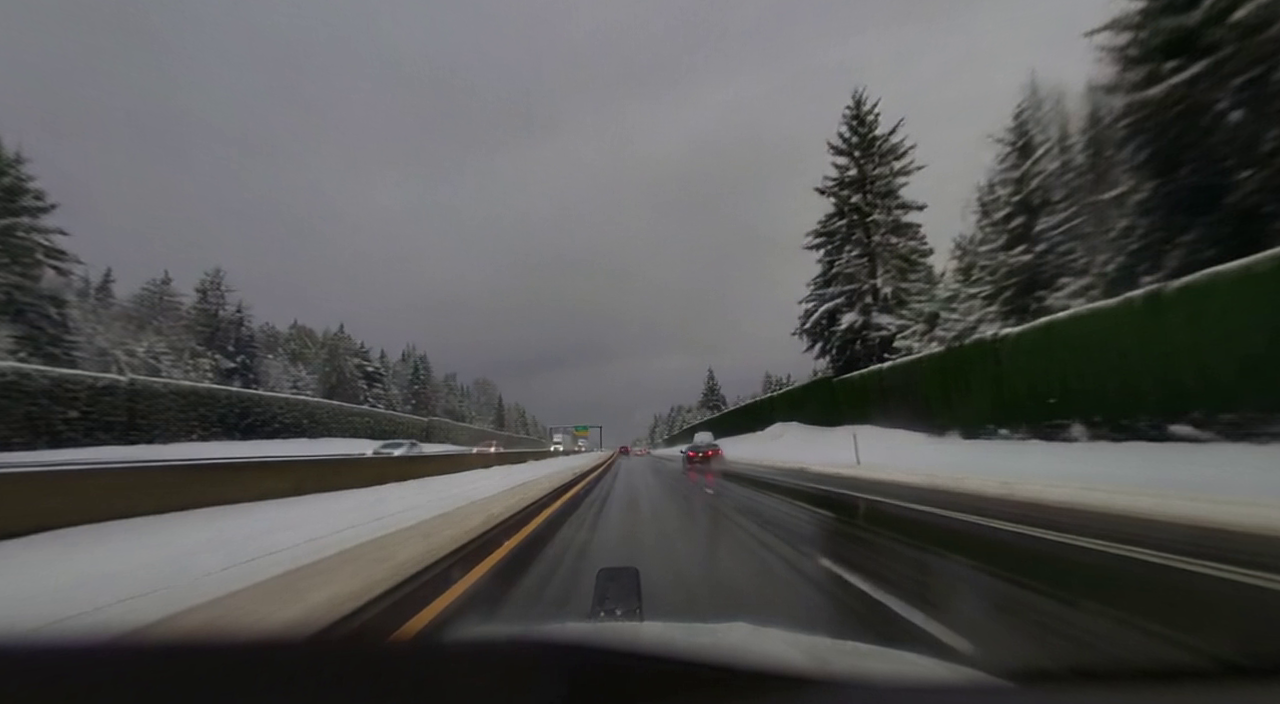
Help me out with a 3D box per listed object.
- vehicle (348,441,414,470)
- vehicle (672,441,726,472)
[{"bbox_3d":[-13.630,5.483,33.279,1.779,1.429,4.161,0,-9,-1],"label":"vehicle"},{"bbox_3d":[3.020,5.506,33.091,2.244,1.498,4.338,0,-9,-3],"label":"vehicle"}]
